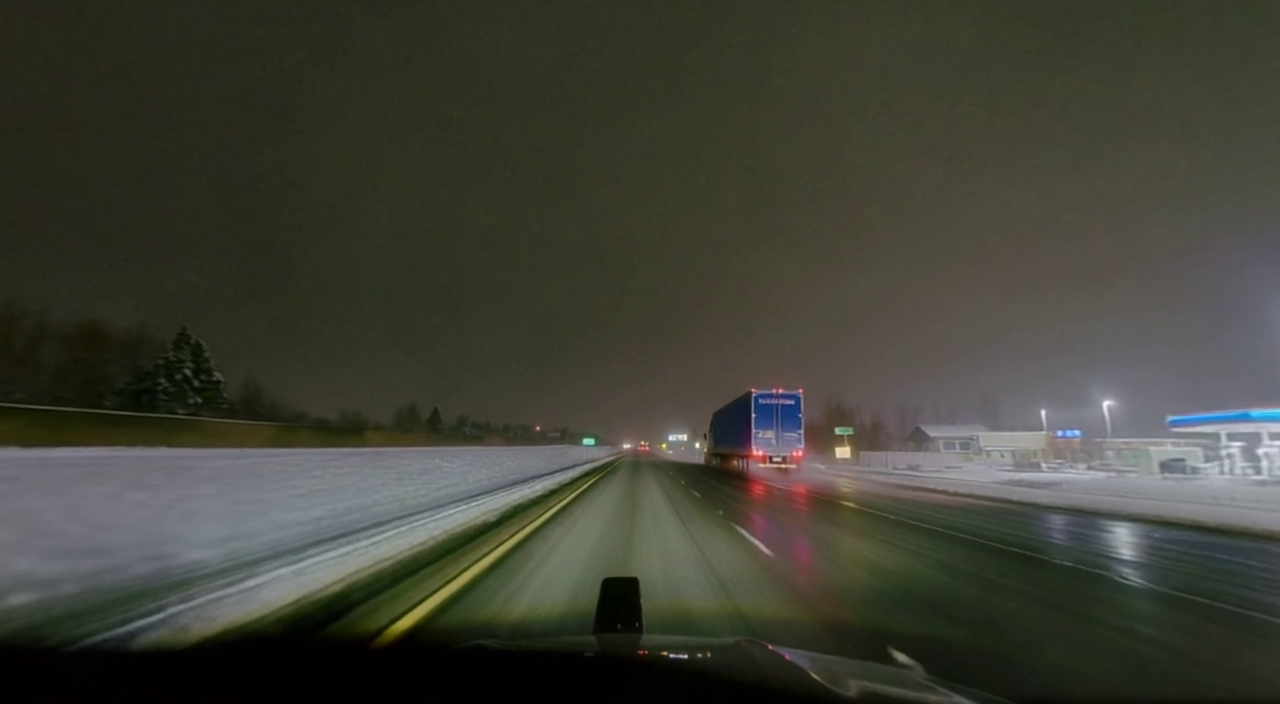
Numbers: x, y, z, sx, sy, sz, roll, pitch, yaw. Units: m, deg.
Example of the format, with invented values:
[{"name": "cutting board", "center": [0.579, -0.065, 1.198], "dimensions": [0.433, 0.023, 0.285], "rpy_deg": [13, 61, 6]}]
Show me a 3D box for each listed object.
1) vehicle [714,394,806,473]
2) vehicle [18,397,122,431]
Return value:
[{"name": "vehicle", "center": [7.260, 5.452, 41.264], "dimensions": [2.912, 4.153, 15.866], "rpy_deg": [0, -8, 0]}, {"name": "vehicle", "center": [-27.819, 3.099, 30.965], "dimensions": [1.644, 1.458, 3.682], "rpy_deg": [0, -8, -1]}]
